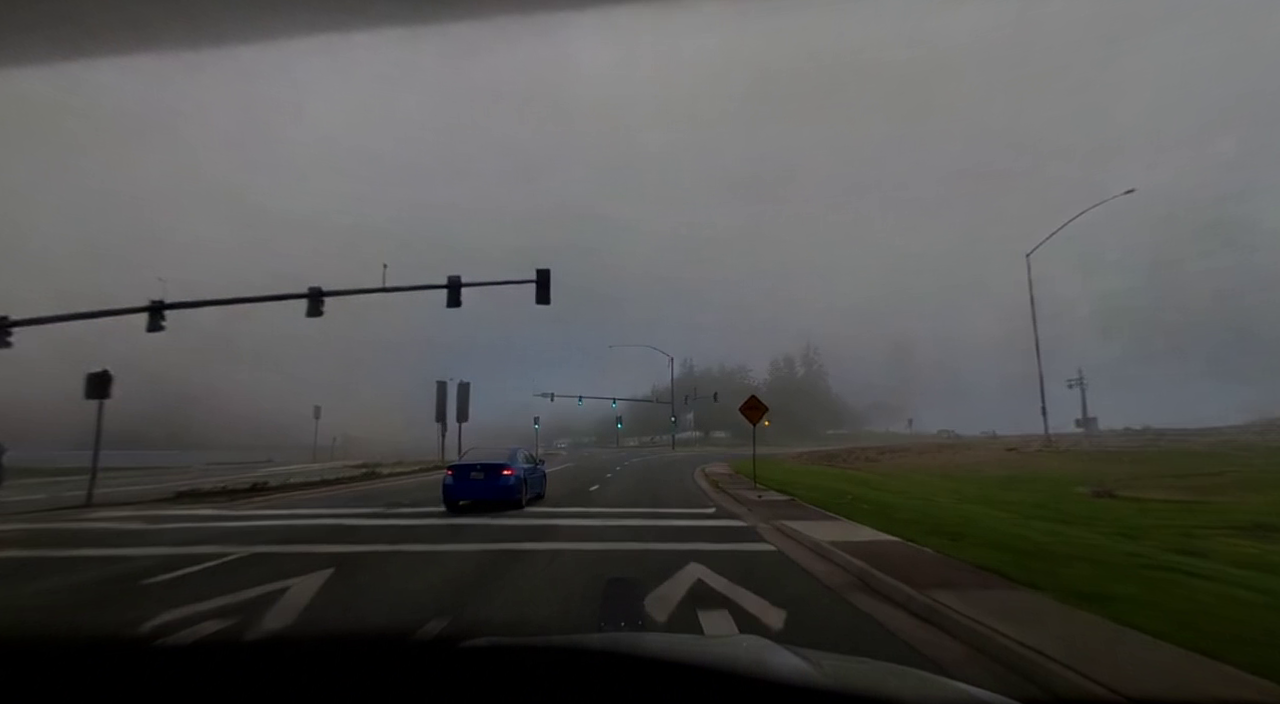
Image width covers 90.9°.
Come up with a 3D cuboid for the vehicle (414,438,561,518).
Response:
[{"bbox_3d":[-3.106,2.686,13.960,1.963,1.460,4.614,-1,-9,2],"label":"vehicle"}]
